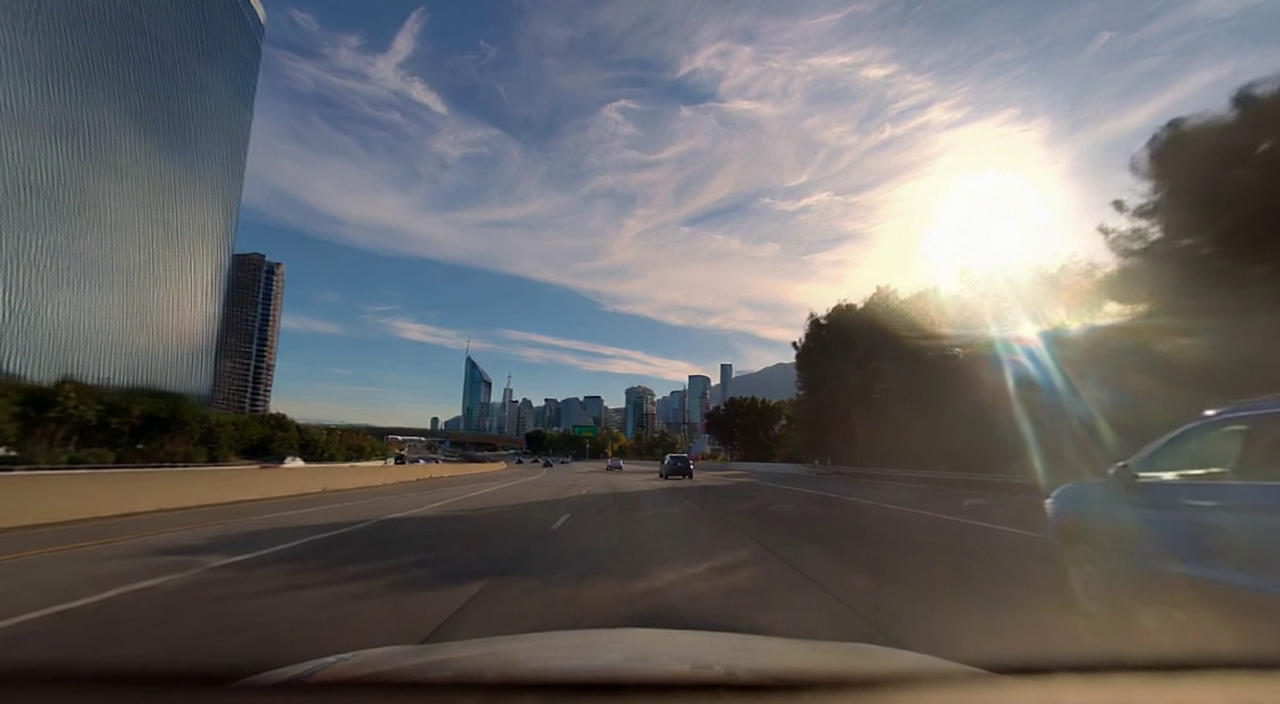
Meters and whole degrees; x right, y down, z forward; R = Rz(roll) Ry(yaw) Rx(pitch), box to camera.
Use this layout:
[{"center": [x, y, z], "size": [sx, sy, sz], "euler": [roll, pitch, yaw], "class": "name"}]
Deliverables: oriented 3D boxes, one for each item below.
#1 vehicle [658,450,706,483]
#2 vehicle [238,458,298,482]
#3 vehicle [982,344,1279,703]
[{"center": [2.395, 6.727, 37.556], "size": [2.110, 1.780, 4.682], "euler": [0, -9, -5], "class": "vehicle"}, {"center": [-27.370, 8.668, 46.664], "size": [1.985, 1.598, 4.576], "euler": [0, -9, -4], "class": "vehicle"}, {"center": [4.162, 0.922, 3.313], "size": [2.182, 1.826, 4.392], "euler": [0, -8, -1], "class": "vehicle"}]
